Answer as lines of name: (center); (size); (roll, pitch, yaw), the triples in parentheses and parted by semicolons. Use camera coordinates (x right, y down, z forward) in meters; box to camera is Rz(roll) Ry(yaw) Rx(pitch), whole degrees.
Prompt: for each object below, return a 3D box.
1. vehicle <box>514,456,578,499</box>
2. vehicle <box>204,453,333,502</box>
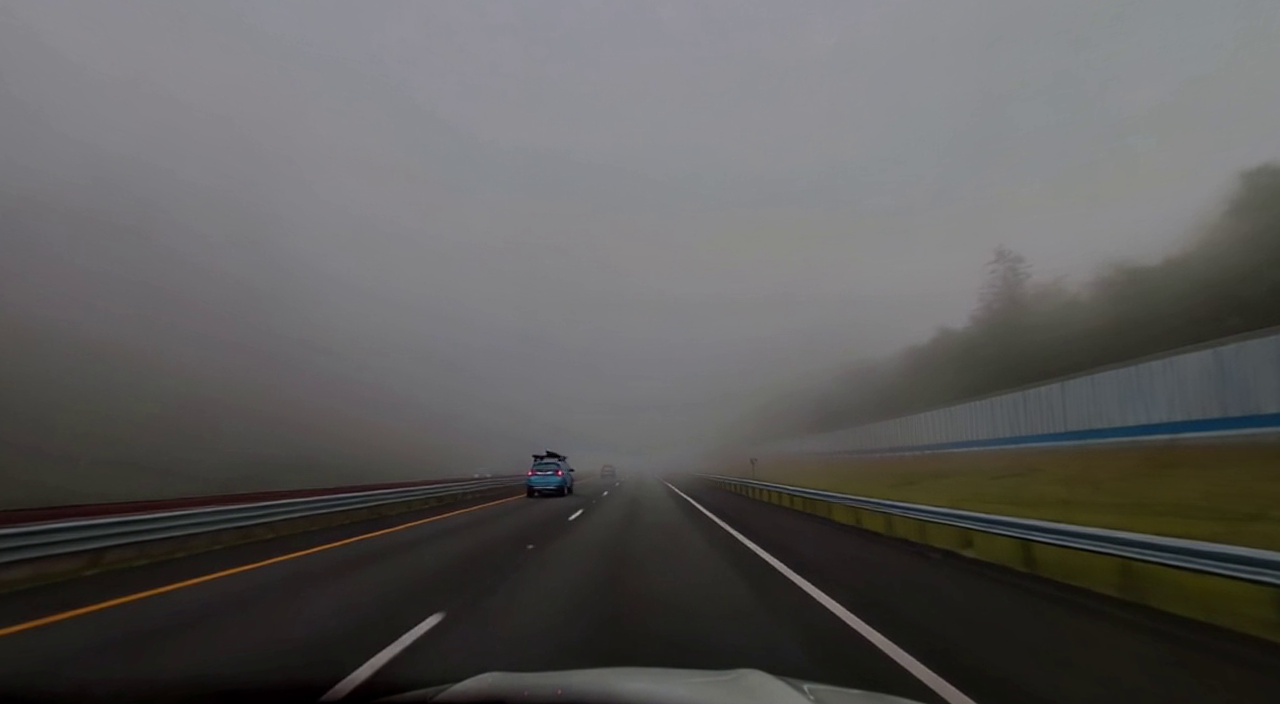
vehicle: (-3.945, 5.383, 27.246); (2.022, 1.650, 4.331); (0, -10, 1)
vehicle: (-12.745, 4.342, 21.964); (1.862, 1.501, 4.229); (1, -10, 0)
